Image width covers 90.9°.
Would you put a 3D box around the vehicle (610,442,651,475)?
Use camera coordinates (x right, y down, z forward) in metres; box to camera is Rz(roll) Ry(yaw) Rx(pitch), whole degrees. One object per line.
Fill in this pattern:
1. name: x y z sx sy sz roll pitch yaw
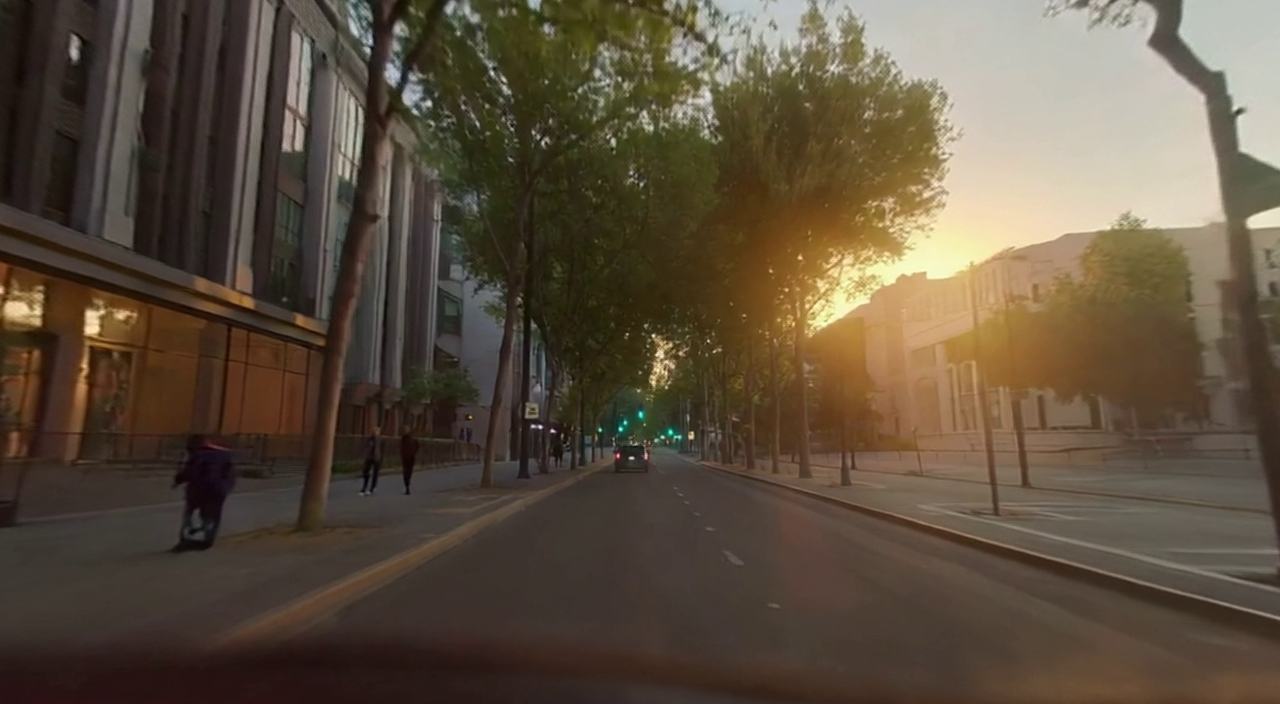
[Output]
1. vehicle: -0.523 5.690 33.969 2.079 1.621 3.861 0 -8 -1
